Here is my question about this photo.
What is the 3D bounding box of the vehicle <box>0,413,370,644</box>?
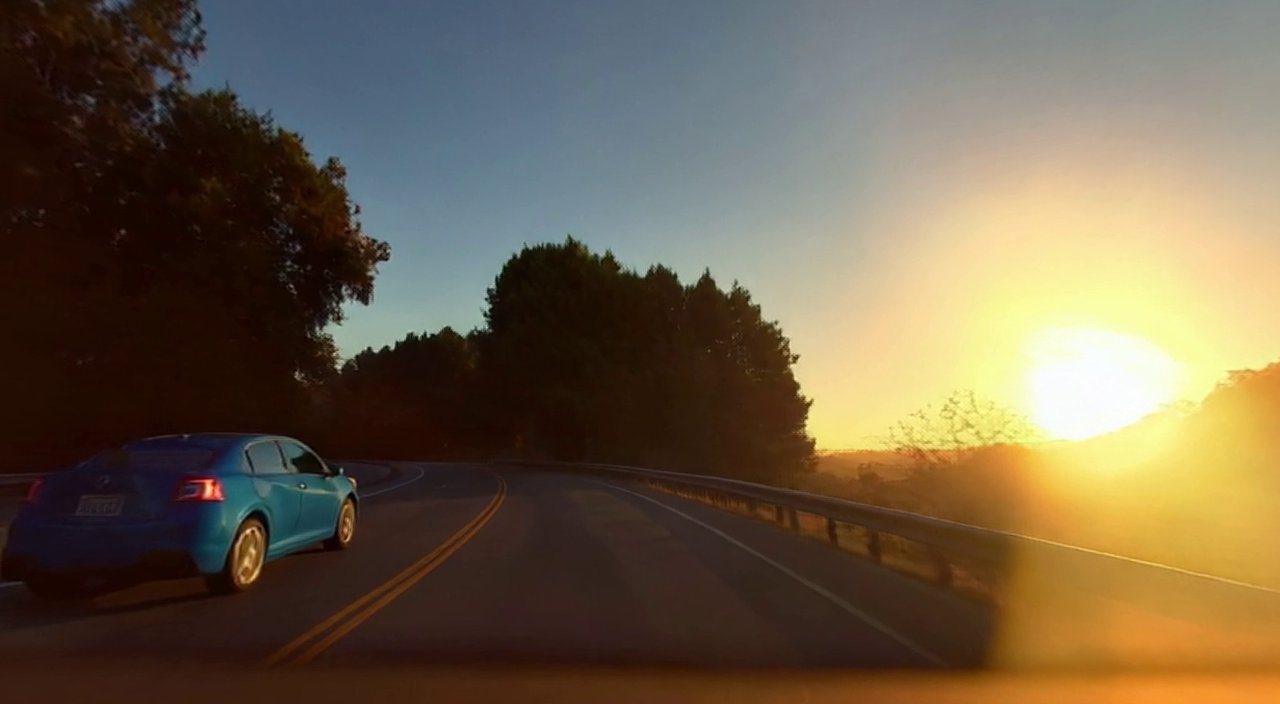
[{"bbox_3d":[-4.631,1.559,6.473,2.078,1.607,3.959,0,-9,-3],"label":"vehicle"}]
